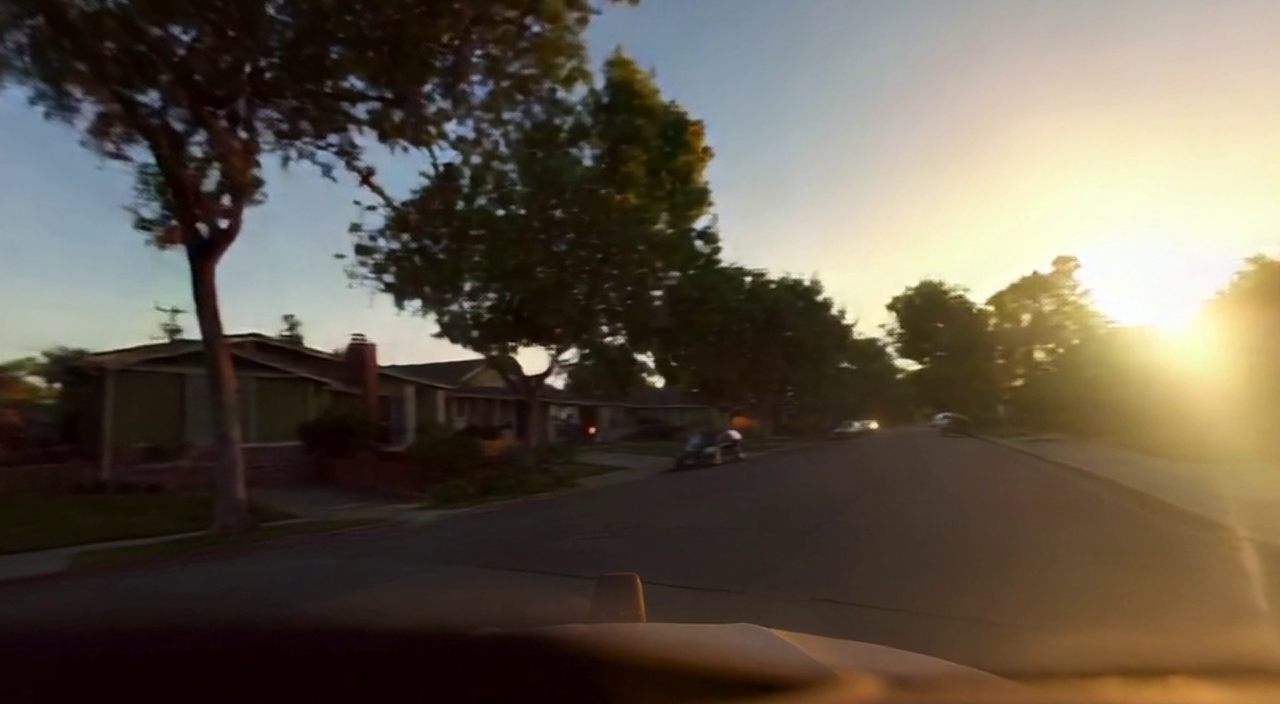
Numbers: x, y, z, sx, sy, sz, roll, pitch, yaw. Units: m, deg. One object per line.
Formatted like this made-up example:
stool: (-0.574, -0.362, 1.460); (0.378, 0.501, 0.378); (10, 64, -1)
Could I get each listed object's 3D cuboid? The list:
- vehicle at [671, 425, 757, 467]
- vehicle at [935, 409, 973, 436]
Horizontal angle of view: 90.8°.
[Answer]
vehicle: (2.976, 3.680, 24.718); (1.954, 1.490, 4.292); (-5, -10, 27)
vehicle: (21.414, 4.887, 43.171); (2.018, 1.665, 4.226); (-4, -9, 24)
